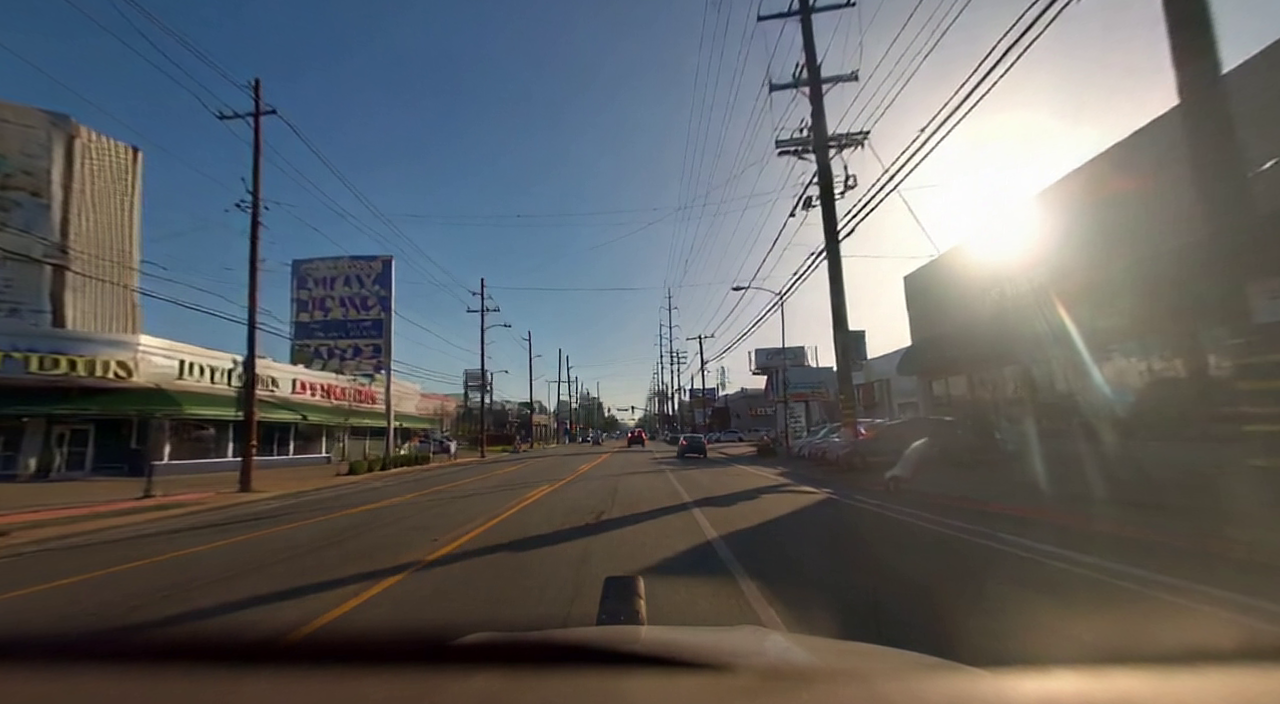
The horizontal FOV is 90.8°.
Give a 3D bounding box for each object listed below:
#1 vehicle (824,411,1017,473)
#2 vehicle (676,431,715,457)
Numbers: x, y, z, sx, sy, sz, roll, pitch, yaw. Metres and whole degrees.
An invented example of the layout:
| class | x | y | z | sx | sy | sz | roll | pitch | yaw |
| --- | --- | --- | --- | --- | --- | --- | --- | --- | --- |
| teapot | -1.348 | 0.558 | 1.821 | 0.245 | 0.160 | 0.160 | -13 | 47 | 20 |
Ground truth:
| class | x | y | z | sx | sy | sz | roll | pitch | yaw |
| --- | --- | --- | --- | --- | --- | --- | --- | --- | --- |
| vehicle | 9.981 | 3.234 | 22.925 | 5.771 | 2.013 | 2.414 | -1 | -8 | 0 |
| vehicle | 3.382 | 5.674 | 39.091 | 1.926 | 1.482 | 4.442 | 0 | -8 | -1 |
